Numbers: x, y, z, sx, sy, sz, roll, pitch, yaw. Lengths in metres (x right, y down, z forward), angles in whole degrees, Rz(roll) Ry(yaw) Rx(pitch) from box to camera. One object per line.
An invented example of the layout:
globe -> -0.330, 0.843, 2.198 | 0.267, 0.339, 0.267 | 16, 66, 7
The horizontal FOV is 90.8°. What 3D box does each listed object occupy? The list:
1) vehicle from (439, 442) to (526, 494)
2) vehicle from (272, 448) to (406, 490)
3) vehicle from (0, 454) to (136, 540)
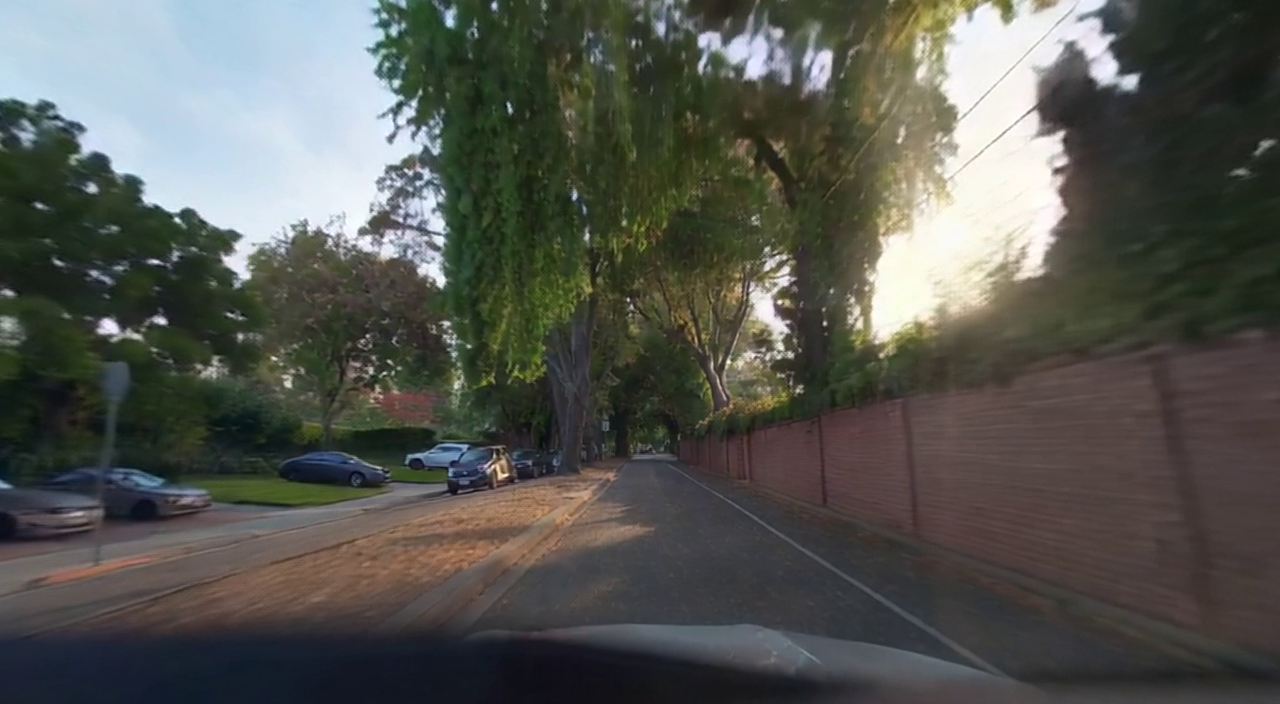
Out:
vehicle -> -6.247, 4.629, 25.863 | 2.109, 1.847, 5.553 | 0, -8, 0
vehicle -> -13.524, 5.253, 28.577 | 4.991, 1.692, 1.960 | 1, -8, 1
vehicle -> -13.481, 2.970, 13.301 | 3.947, 1.584, 2.016 | 1, -9, 1
